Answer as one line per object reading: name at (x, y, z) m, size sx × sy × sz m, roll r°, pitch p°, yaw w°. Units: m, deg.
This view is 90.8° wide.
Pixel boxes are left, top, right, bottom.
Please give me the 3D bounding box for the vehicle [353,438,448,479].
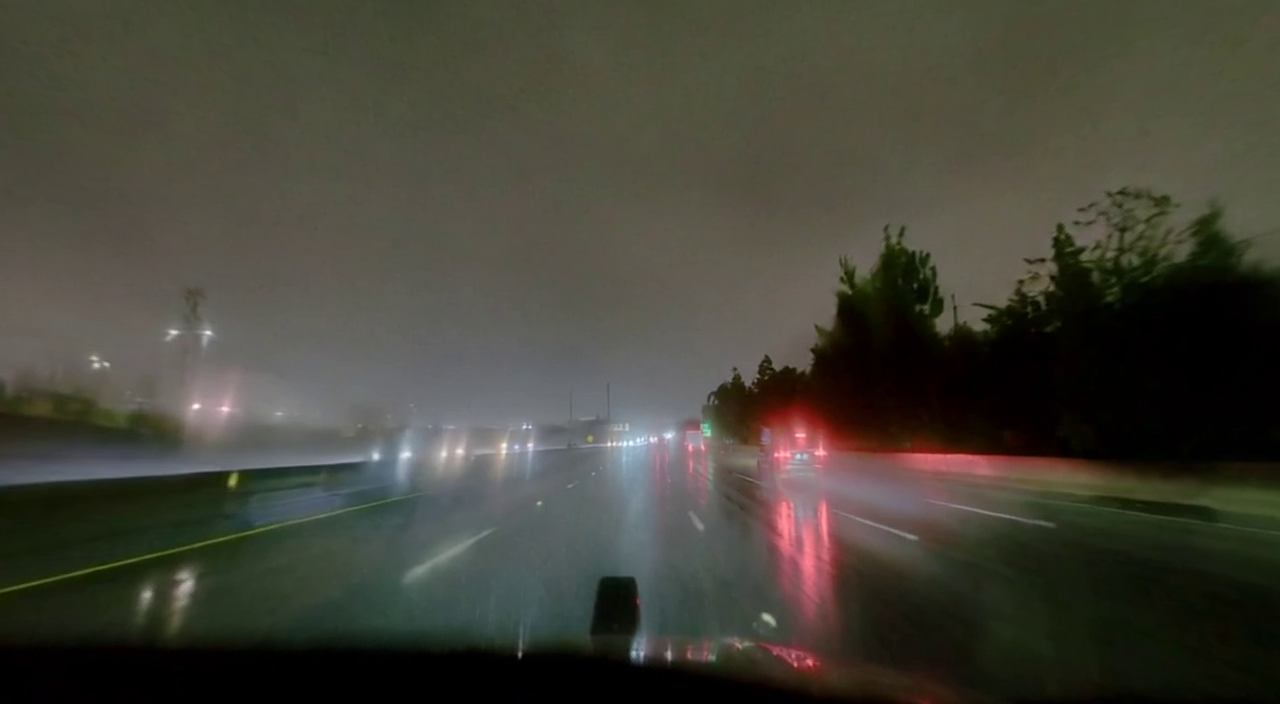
vehicle at (-9.809, 4.390, 26.319) m, size 2.101 × 1.536 × 4.532 m, roll 0°, pitch -8°, yaw 1°
